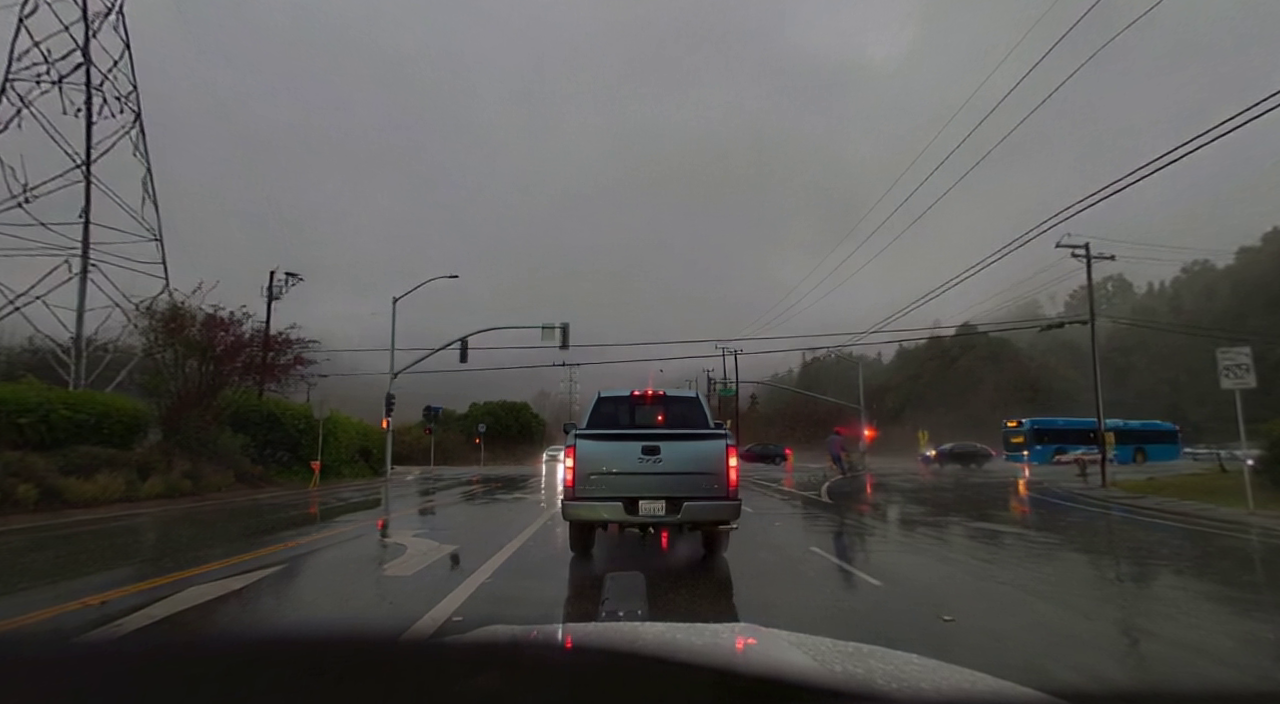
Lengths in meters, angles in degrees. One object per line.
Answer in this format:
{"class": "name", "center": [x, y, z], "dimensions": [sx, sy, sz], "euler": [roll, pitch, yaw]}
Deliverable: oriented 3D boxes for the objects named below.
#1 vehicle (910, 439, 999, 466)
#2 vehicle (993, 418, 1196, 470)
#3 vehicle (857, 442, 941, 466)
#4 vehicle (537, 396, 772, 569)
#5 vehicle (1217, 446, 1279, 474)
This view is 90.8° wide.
{"class": "vehicle", "center": [22.560, 7.217, 45.448], "dimensions": [5.235, 1.878, 2.107], "euler": [0, -8, -2]}
{"class": "vehicle", "center": [29.396, 5.986, 41.251], "dimensions": [10.726, 3.128, 3.003], "euler": [-1, -8, 1]}
{"class": "vehicle", "center": [16.823, 6.633, 41.212], "dimensions": [4.578, 1.490, 1.935], "euler": [-1, -8, 3]}
{"class": "vehicle", "center": [0.119, 1.904, 10.116], "dimensions": [2.707, 1.964, 5.485], "euler": [0, -8, -1]}
{"class": "vehicle", "center": [41.378, 7.004, 41.266], "dimensions": [5.426, 1.728, 1.999], "euler": [0, -8, -2]}
